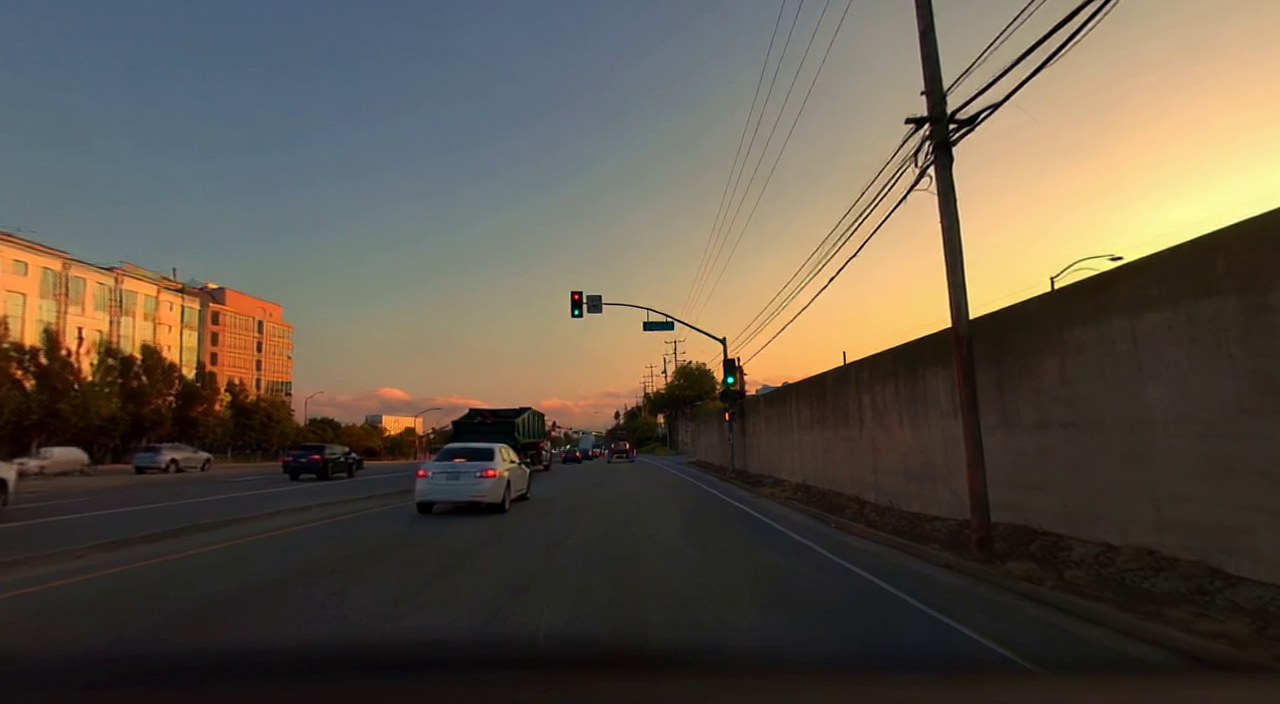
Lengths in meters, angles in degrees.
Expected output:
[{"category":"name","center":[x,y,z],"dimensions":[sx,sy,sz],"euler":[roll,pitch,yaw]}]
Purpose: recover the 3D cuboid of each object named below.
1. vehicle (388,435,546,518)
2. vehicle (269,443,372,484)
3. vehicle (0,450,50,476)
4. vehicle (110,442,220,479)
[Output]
[{"category":"vehicle","center":[-3.536,2.646,14.056],"dimensions":[2.019,1.480,4.966],"euler":[0,-8,1]},{"category":"vehicle","center":[-12.780,4.459,25.547],"dimensions":[1.905,1.492,4.151],"euler":[-1,-8,2]},{"category":"vehicle","center":[-37.323,6.594,37.339],"dimensions":[1.514,1.404,3.424],"euler":[-4,-8,0]},{"category":"vehicle","center":[-24.005,5.471,32.122],"dimensions":[1.891,1.696,4.613],"euler":[0,-8,1]}]
